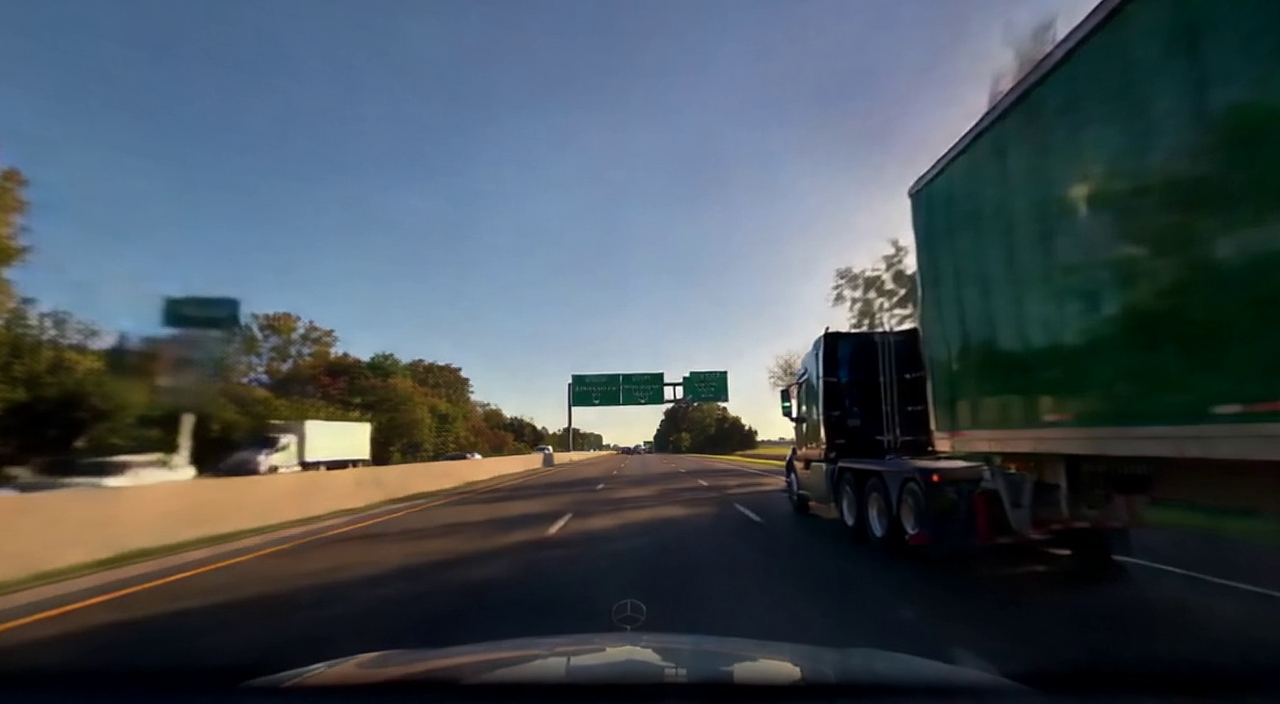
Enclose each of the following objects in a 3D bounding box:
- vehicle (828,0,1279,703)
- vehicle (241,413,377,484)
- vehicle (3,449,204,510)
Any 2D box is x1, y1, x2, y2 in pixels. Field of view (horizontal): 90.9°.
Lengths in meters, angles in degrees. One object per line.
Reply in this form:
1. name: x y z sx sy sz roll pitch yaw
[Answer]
1. vehicle: 4.105 -0.377 1.923 3.060 4.100 13.141 0 -9 0
2. vehicle: -19.223 5.752 37.549 2.933 3.652 9.374 0 -9 0
3. vehicle: -14.622 3.467 17.577 1.869 1.464 4.207 0 -9 0
